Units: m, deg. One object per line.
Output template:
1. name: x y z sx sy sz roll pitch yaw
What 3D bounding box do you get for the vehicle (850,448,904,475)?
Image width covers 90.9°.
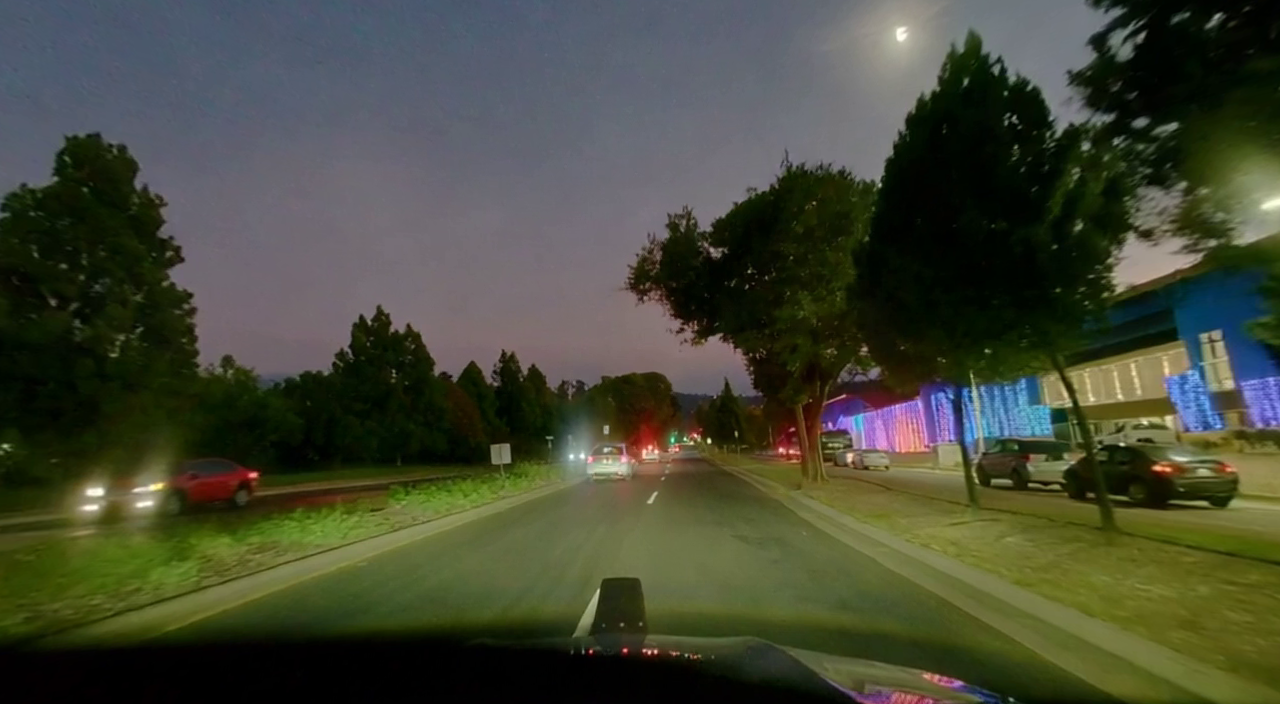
1. vehicle: 14.123 6.534 37.832 1.852 1.457 4.351 0 -9 4

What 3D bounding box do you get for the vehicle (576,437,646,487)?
1. vehicle: -0.978 4.121 23.943 2.129 1.713 4.314 0 -8 4

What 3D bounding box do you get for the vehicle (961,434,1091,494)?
1. vehicle: 12.475 3.614 20.756 1.887 1.722 4.285 -1 -8 6

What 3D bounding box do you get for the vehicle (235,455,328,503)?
1. vehicle: -14.487 5.107 25.612 1.712 1.753 2.869 -1 -9 11

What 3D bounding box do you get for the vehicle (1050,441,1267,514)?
1. vehicle: 12.034 2.884 15.088 1.843 1.456 4.220 -1 -8 5

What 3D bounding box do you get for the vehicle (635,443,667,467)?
1. vehicle: 0.900 7.866 48.348 2.166 1.769 4.162 -1 -8 5

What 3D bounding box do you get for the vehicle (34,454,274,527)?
1. vehicle: -15.336 4.338 20.605 2.324 1.866 6.095 -1 -8 10
